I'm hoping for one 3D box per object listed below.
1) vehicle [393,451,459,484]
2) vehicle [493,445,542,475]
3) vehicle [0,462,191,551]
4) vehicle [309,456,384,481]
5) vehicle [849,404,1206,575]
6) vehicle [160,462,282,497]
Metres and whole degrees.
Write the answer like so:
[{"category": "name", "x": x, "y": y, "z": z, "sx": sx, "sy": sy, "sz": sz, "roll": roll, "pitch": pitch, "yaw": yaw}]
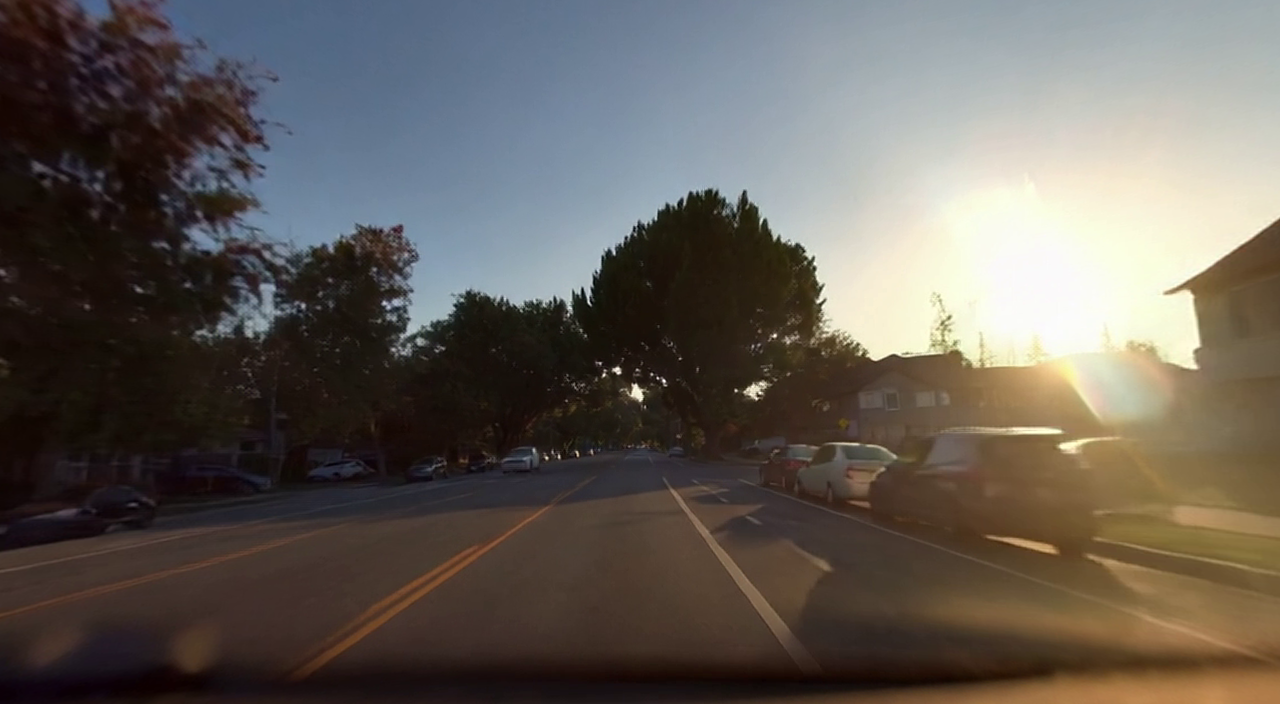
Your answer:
[{"category": "vehicle", "x": -12.702, "y": 6.853, "z": 37.908, "sx": 2.128, "sy": 1.768, "sz": 5.306, "roll": 0, "pitch": -9, "yaw": 0}, {"category": "vehicle", "x": -7.600, "y": 6.719, "z": 39.640, "sx": 2.092, "sy": 1.741, "sz": 4.559, "roll": 0, "pitch": -9, "yaw": 1}, {"category": "vehicle", "x": -12.541, "y": 3.364, "z": 13.996, "sx": 1.972, "sy": 1.475, "sz": 4.503, "roll": -7, "pitch": -8, "yaw": -1}, {"category": "vehicle", "x": -20.980, "y": 8.322, "z": 45.289, "sx": 4.340, "sy": 1.727, "sz": 2.048, "roll": -1, "pitch": -9, "yaw": 2}, {"category": "vehicle", "x": 4.669, "y": 1.731, "z": 8.750, "sx": 1.919, "sy": 1.698, "sz": 4.747, "roll": 0, "pitch": -9, "yaw": 0}, {"category": "vehicle", "x": -19.521, "y": 5.944, "z": 29.550, "sx": 4.367, "sy": 1.480, "sz": 1.903, "roll": 0, "pitch": -9, "yaw": 2}]
